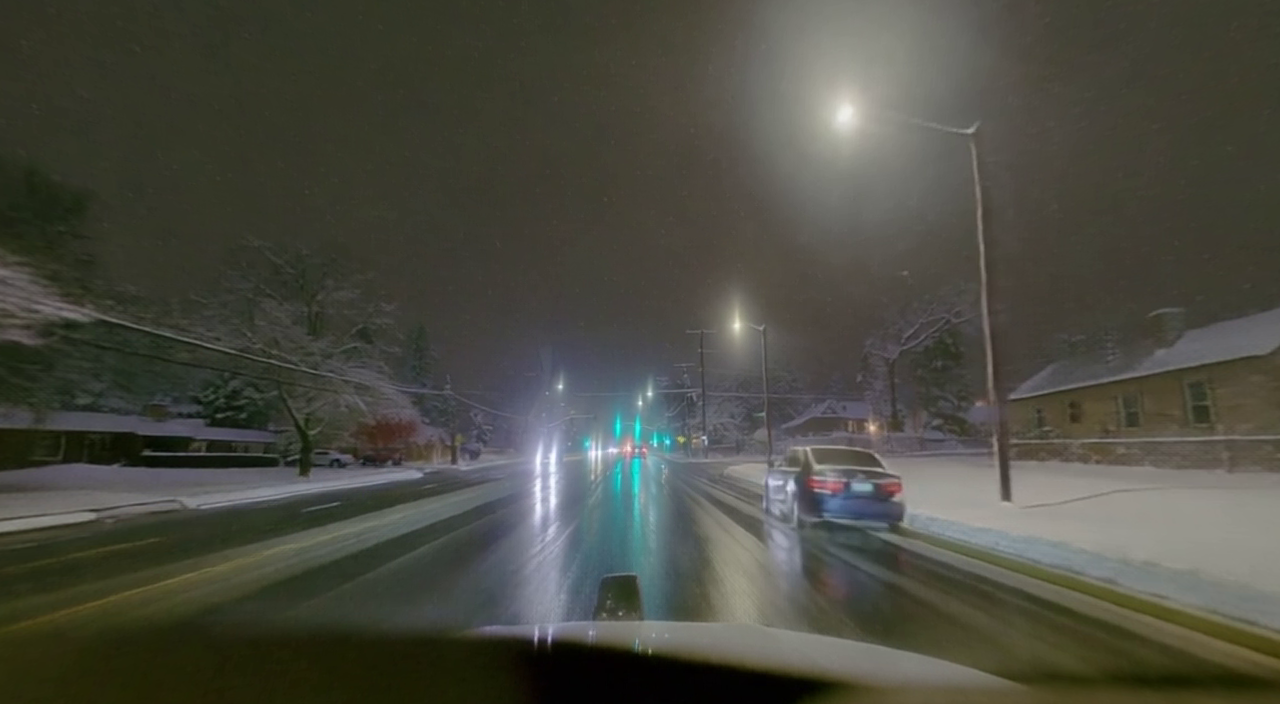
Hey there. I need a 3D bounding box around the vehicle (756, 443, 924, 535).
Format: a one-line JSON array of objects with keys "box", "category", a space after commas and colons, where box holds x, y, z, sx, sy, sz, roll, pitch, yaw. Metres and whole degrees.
[{"box": [3.704, 2.596, 12.630, 1.942, 1.502, 4.244, 0, -9, 0], "category": "vehicle"}]
